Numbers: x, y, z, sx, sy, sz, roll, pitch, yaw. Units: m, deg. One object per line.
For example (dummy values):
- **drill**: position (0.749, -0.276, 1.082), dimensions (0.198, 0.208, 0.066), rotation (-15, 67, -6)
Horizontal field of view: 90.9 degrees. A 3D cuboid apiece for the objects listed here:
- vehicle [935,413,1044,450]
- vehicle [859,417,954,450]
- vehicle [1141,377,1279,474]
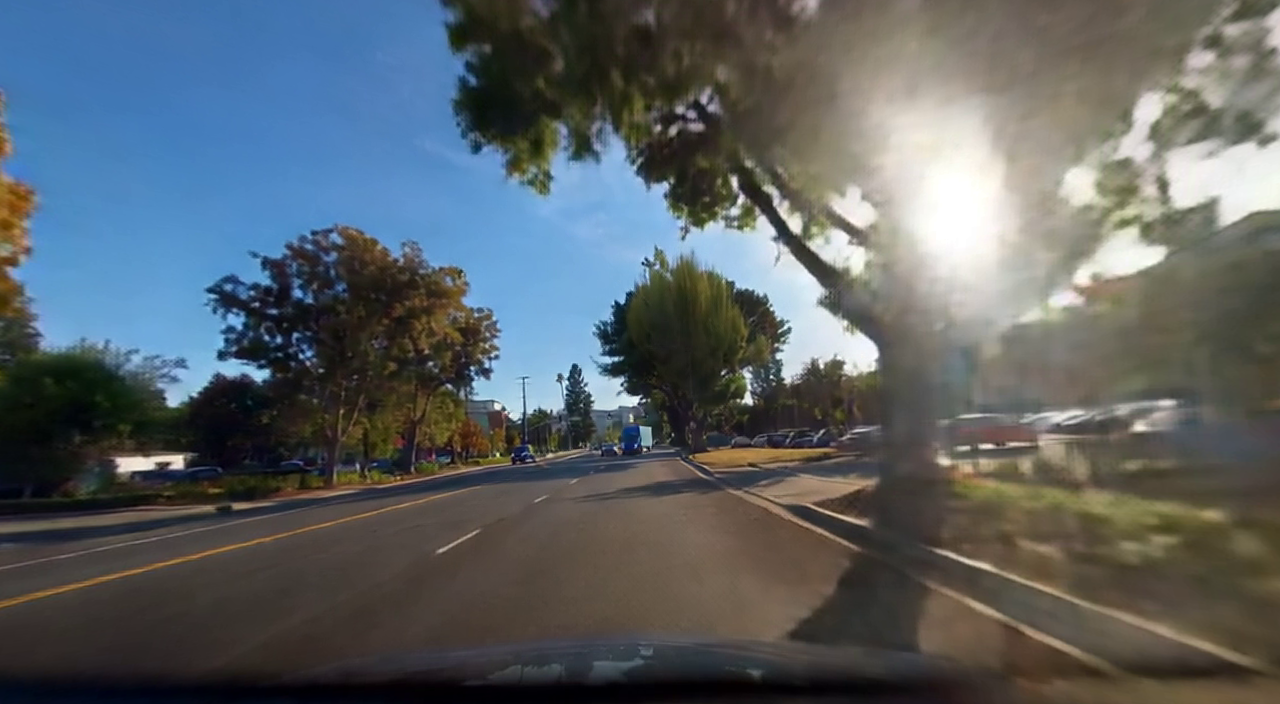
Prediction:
- **vehicle**: position (17.769, 4.075, 32.093), dimensions (4.653, 1.782, 2.042), rotation (2, -9, -16)
- **vehicle**: position (16.905, 5.212, 40.117), dimensions (5.051, 2.038, 2.142), rotation (1, -9, -9)
- **vehicle**: position (13.212, 1.520, 12.785), dimensions (4.358, 1.796, 1.995), rotation (0, -9, -2)
